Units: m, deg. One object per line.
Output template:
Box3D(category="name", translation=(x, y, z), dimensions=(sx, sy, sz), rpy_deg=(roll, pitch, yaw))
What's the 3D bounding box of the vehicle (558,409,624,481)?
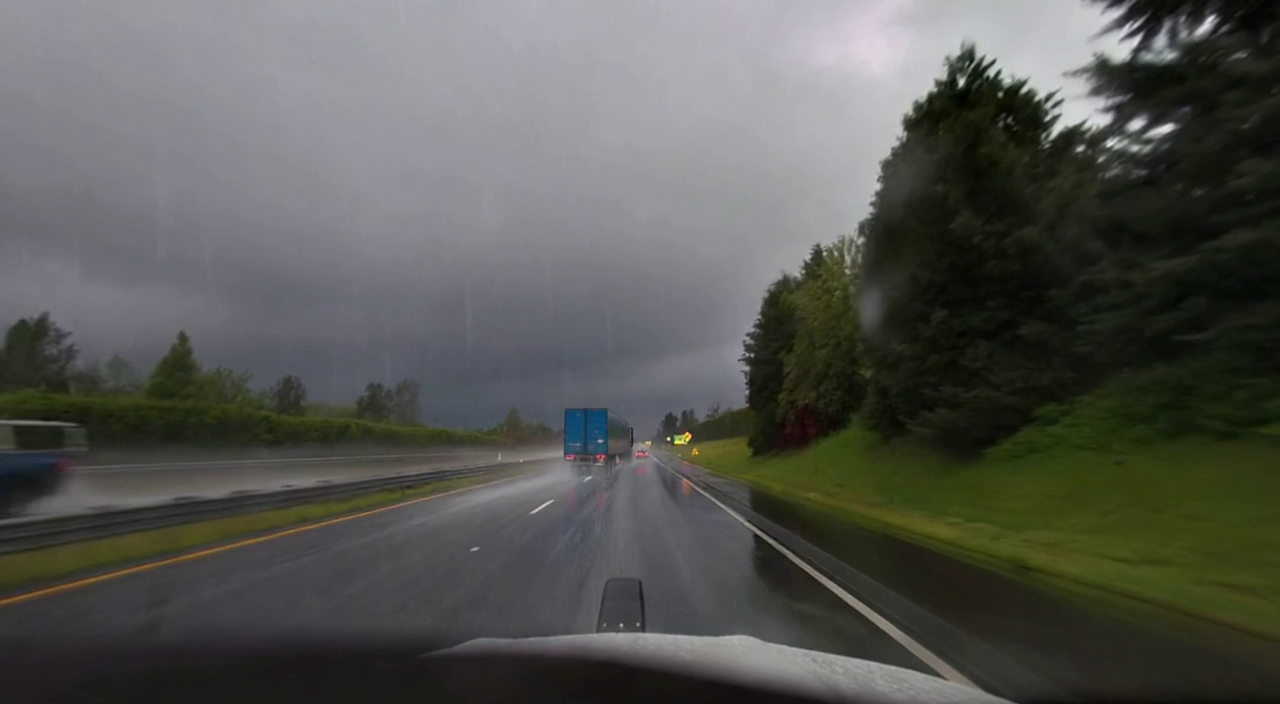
Box3D(category="vehicle", translation=(-2.313, 4.777, 32.305), dimensions=(2.704, 3.270, 6.745), rpy_deg=(0, -9, 1))
